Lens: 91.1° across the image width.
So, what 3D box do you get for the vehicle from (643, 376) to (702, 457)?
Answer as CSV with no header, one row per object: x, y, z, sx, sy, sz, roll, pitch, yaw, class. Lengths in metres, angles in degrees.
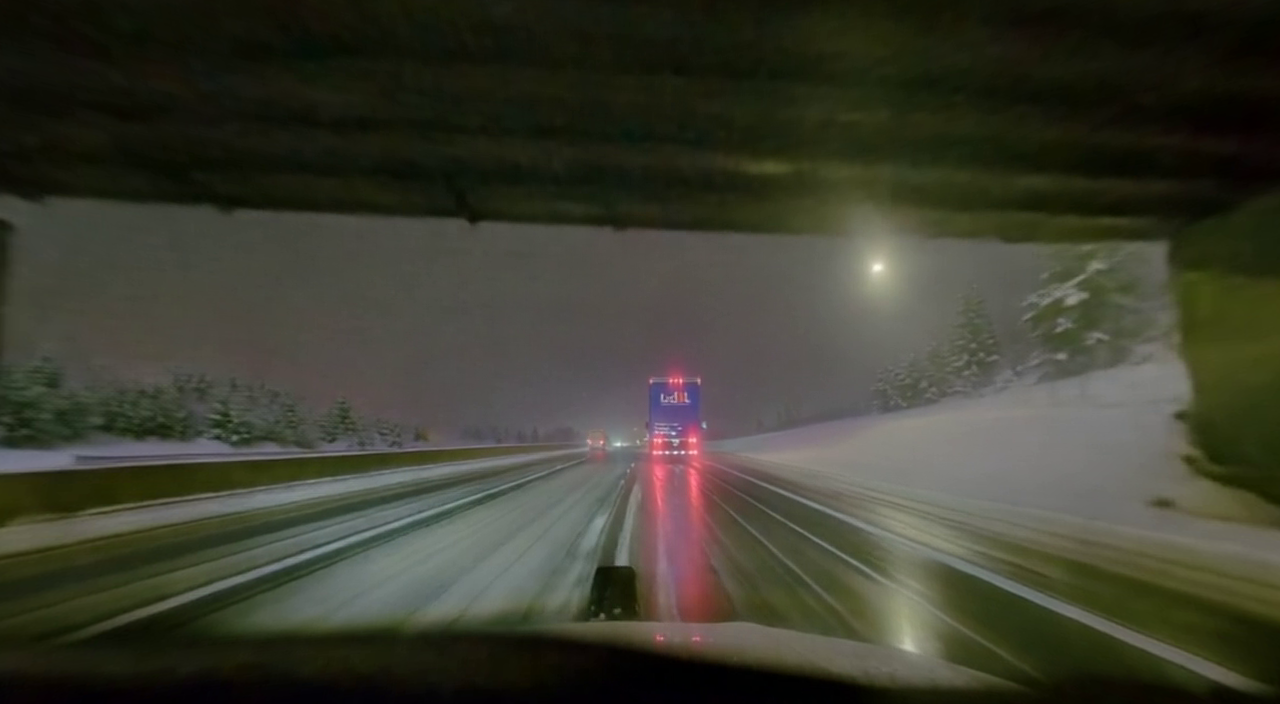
1.796,4.331,40.090,3.034,4.194,14.704,0,-8,1,vehicle
